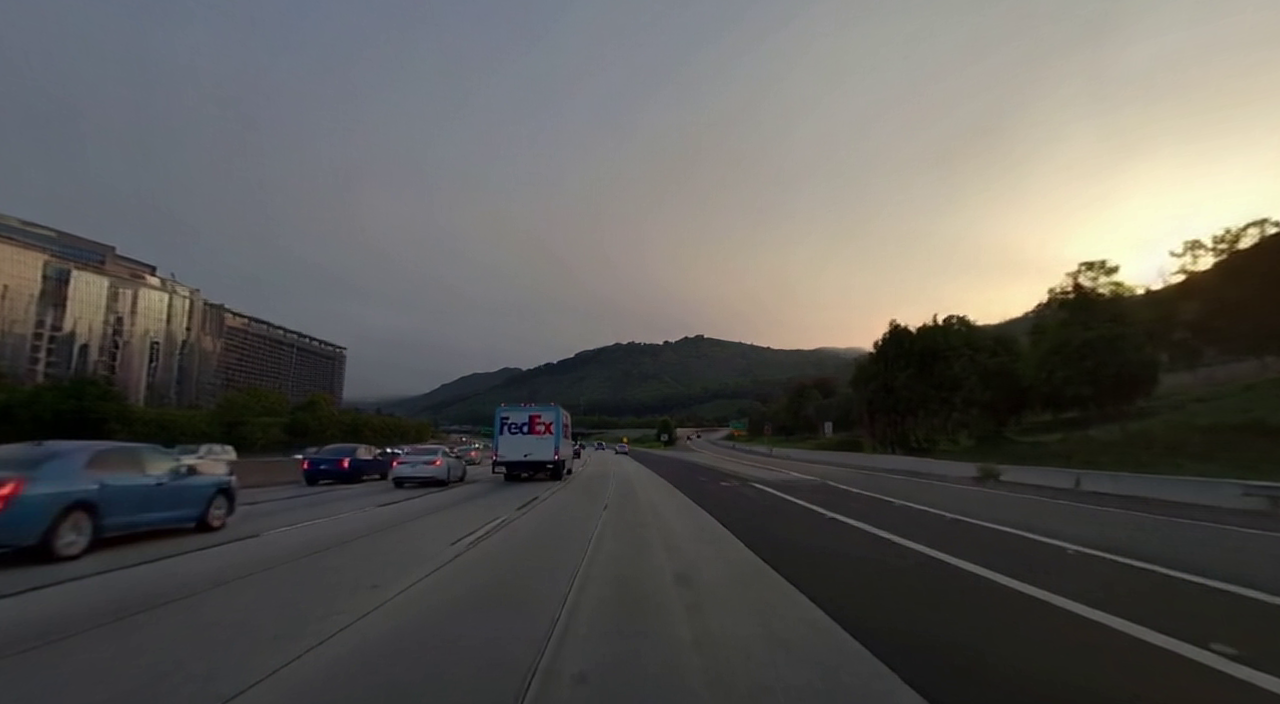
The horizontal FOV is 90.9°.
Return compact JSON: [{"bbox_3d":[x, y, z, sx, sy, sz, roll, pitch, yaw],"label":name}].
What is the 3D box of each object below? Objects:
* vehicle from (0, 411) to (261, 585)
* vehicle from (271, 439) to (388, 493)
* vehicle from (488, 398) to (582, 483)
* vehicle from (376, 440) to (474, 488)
[{"bbox_3d":[-7.784,1.762,8.252,2.461,1.767,4.991,0,-8,1],"label":"vehicle"},{"bbox_3d":[-11.627,4.256,24.066,2.021,1.669,4.794,3,-7,0],"label":"vehicle"},{"bbox_3d":[-4.323,3.894,27.713,2.798,3.212,7.573,0,-8,0],"label":"vehicle"},{"bbox_3d":[-8.017,4.187,24.047,2.143,1.628,4.559,0,-8,0],"label":"vehicle"}]
